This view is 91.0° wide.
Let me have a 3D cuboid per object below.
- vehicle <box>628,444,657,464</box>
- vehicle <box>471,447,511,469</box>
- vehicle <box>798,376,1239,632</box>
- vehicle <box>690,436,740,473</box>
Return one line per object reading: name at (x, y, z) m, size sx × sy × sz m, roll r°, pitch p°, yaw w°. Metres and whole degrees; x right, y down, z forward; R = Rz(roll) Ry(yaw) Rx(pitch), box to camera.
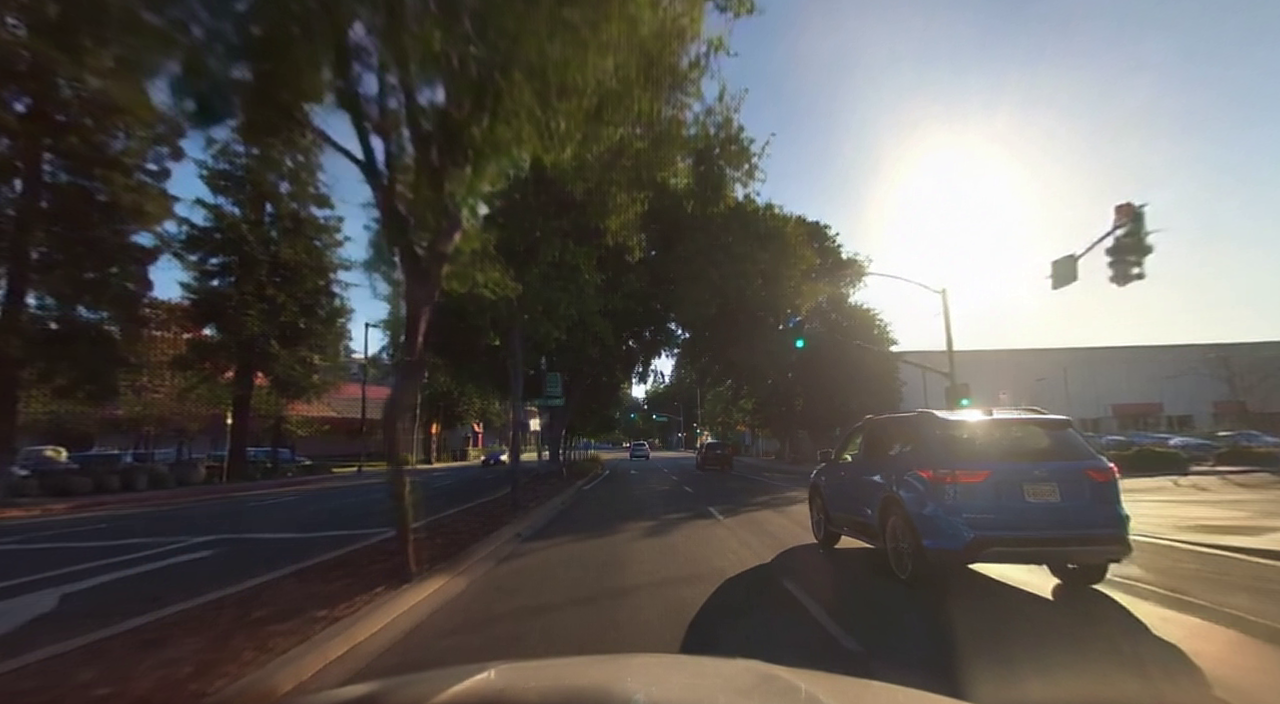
vehicle at (0.200, 7.794, 48.386) m, size 2.131 × 1.474 × 4.146 m, roll 0°, pitch -8°, yaw 0°
vehicle at (-10.700, 7.653, 45.486) m, size 1.932 × 1.483 × 4.246 m, roll 0°, pitch -8°, yaw -2°
vehicle at (3.321, 1.427, 6.848) m, size 2.033 × 1.865 × 4.360 m, roll 0°, pitch -8°, yaw 0°
vehicle at (3.903, 5.453, 33.710) m, size 2.085 × 1.828 × 5.383 m, roll 0°, pitch -8°, yaw 1°
